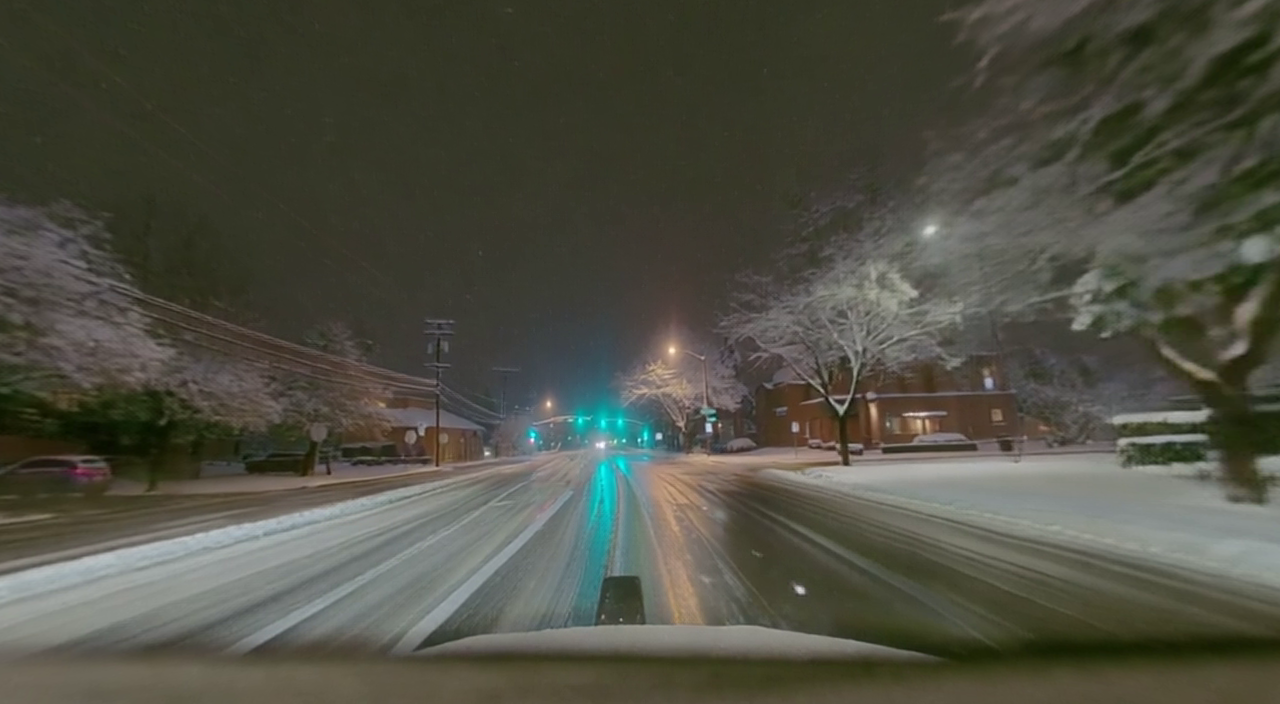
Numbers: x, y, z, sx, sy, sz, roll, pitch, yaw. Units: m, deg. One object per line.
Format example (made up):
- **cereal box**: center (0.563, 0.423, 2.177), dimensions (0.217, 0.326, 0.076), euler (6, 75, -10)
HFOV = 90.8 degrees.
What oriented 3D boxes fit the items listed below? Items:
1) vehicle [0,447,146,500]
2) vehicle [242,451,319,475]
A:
- **vehicle**: center (-23.769, 4.857, 25.530), dimensions (5.473, 1.957, 2.253), euler (0, -8, -6)
- **vehicle**: center (-27.267, 8.425, 48.057), dimensions (4.577, 1.584, 2.000), euler (3, -7, -8)
